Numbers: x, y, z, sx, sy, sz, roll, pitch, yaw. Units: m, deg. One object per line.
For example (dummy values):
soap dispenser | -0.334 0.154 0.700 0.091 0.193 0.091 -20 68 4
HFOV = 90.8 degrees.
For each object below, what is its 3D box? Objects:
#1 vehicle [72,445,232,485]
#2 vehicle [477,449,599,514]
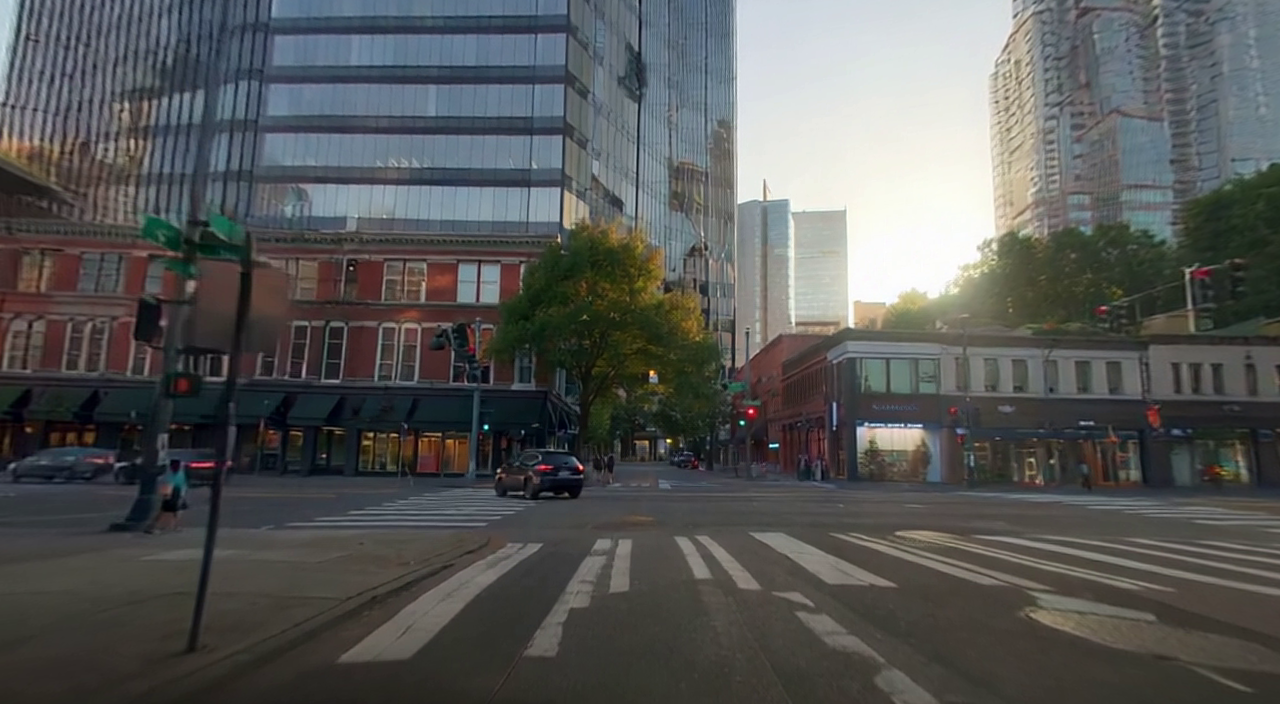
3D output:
vehicle | -18.844 4.373 24.555 4.627 1.468 1.871 -1 -9 0
vehicle | -2.924 3.402 17.189 2.106 1.482 4.459 4 -10 -25
